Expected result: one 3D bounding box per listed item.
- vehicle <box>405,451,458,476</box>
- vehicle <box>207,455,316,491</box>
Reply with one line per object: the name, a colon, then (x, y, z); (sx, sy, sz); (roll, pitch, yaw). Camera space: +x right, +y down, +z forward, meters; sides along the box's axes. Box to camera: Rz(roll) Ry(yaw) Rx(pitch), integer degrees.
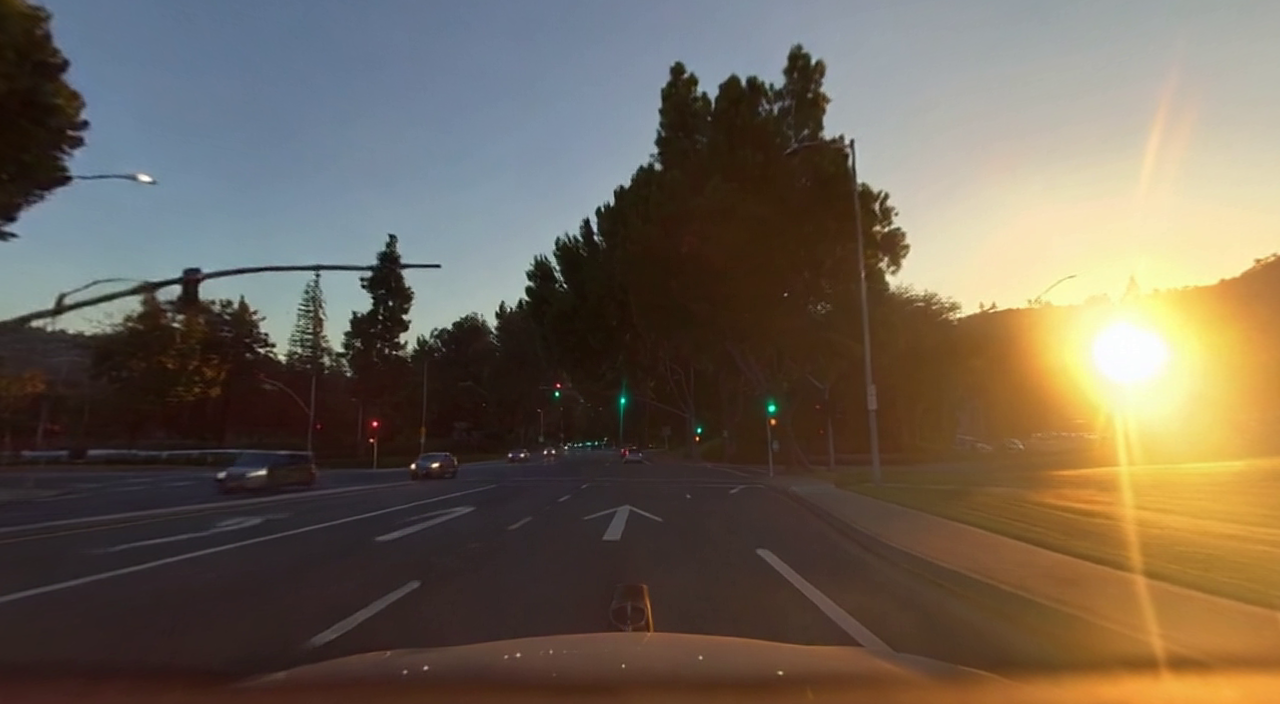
vehicle: (-13.400, 7.178, 40.832); (1.969, 1.500, 4.417); (0, -9, -1)
vehicle: (-16.218, 5.186, 27.384); (1.818, 1.384, 4.874); (0, -9, -1)
